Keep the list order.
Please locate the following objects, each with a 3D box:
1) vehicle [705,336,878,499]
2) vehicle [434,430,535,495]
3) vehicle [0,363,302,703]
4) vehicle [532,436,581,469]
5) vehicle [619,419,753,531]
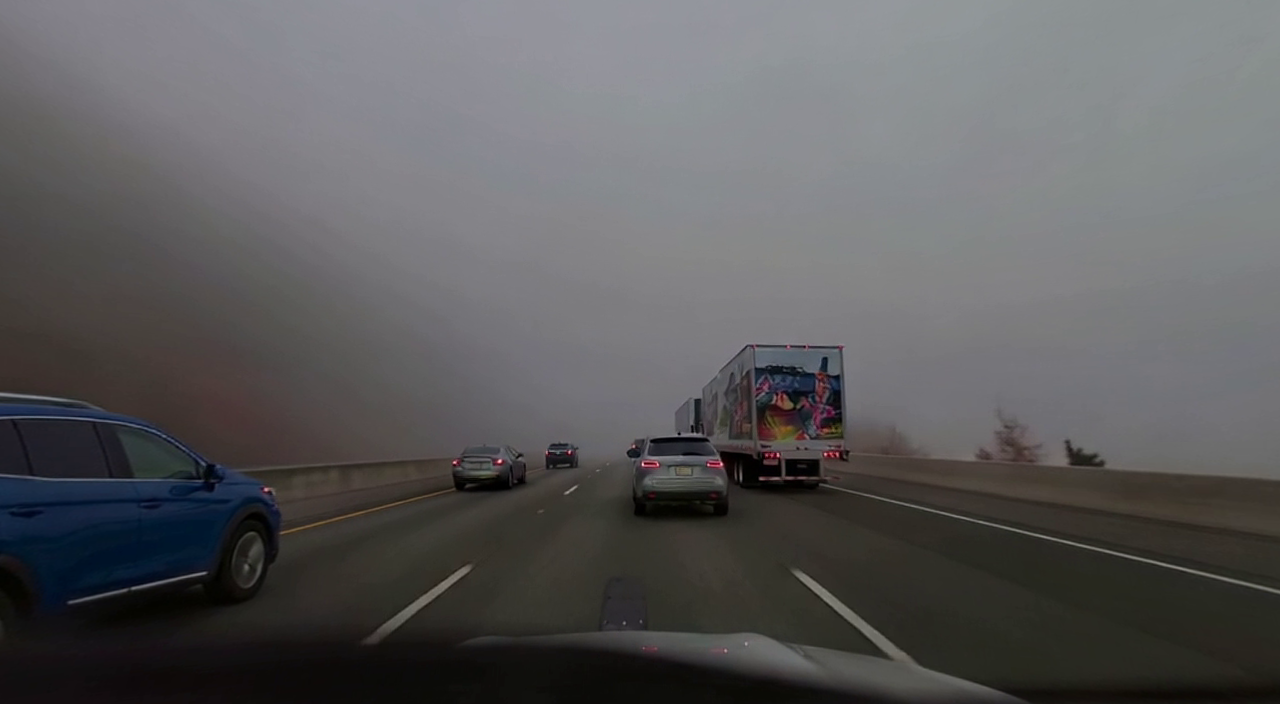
[{"bbox_3d":[4.498,2.637,22.884,2.828,4.081,14.220,0,-8,0],"label":"vehicle"},{"bbox_3d":[-4.267,3.082,17.917,1.905,1.642,3.803,0,-8,0],"label":"vehicle"},{"bbox_3d":[-4.060,0.951,3.410,1.983,1.666,4.452,0,-8,0],"label":"vehicle"},{"bbox_3d":[-4.503,5.488,34.574,2.014,1.683,4.275,0,-8,1],"label":"vehicle"},{"bbox_3d":[0.653,2.114,11.337,2.017,1.662,3.543,0,-8,-1],"label":"vehicle"}]
